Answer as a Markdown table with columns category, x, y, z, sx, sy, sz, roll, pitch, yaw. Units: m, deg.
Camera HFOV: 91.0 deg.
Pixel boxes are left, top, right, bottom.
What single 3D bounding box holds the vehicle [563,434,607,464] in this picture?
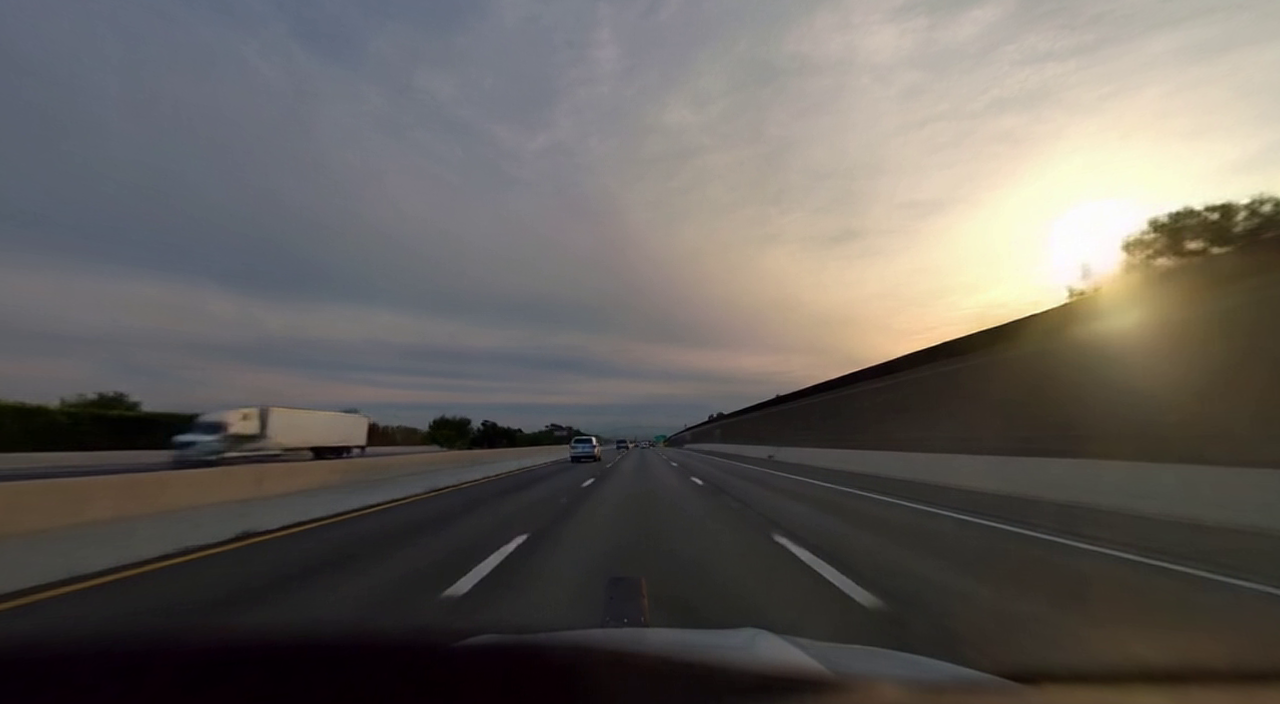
| category | x | y | z | sx | sy | sz | roll | pitch | yaw |
| --- | --- | --- | --- | --- | --- | --- | --- | --- | --- |
| vehicle | -3.199 | 5.804 | 37.794 | 2.189 | 1.707 | 4.692 | 0 | -8 | 0 |
